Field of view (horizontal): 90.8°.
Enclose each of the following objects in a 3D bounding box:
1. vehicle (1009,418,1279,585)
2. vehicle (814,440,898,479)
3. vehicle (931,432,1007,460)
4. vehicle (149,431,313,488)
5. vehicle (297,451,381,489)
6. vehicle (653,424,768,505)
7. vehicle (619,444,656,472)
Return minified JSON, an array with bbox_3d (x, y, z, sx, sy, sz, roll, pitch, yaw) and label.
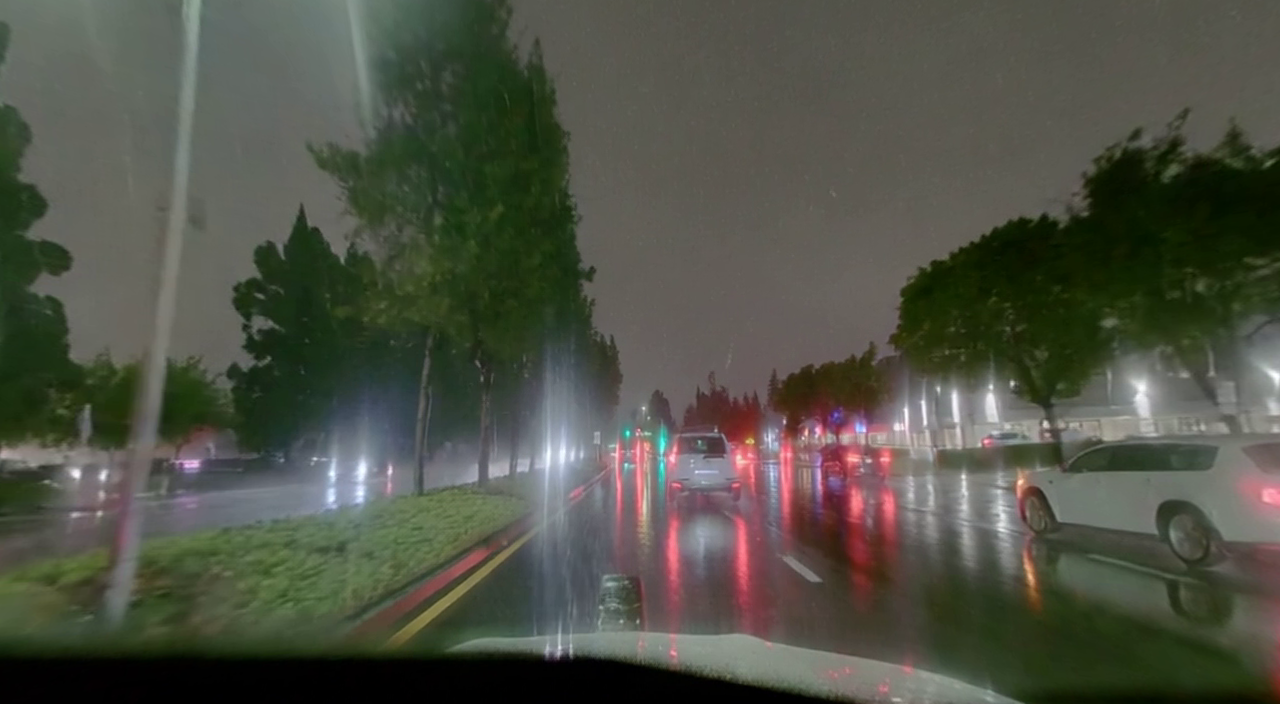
[{"bbox_3d":[6.720,1.622,7.512,1.994,1.488,4.313,0,-9,-1],"label":"vehicle"},{"bbox_3d":[9.165,4.590,27.200,1.894,1.517,4.419,0,-9,-2],"label":"vehicle"},{"bbox_3d":[20.219,5.840,39.077,2.109,1.592,4.481,0,-9,-2],"label":"vehicle"},{"bbox_3d":[-26.356,6.965,41.100,8.231,3.396,3.340,-1,-10,1],"label":"vehicle"},{"bbox_3d":[-16.154,6.311,34.257,2.124,1.802,5.097,0,-8,-1],"label":"vehicle"},{"bbox_3d":[1.717,3.017,17.385,2.300,1.870,4.936,0,-9,-3],"label":"vehicle"},{"bbox_3d":[-0.175,6.230,37.255,2.050,1.504,4.024,0,-9,-1],"label":"vehicle"}]
